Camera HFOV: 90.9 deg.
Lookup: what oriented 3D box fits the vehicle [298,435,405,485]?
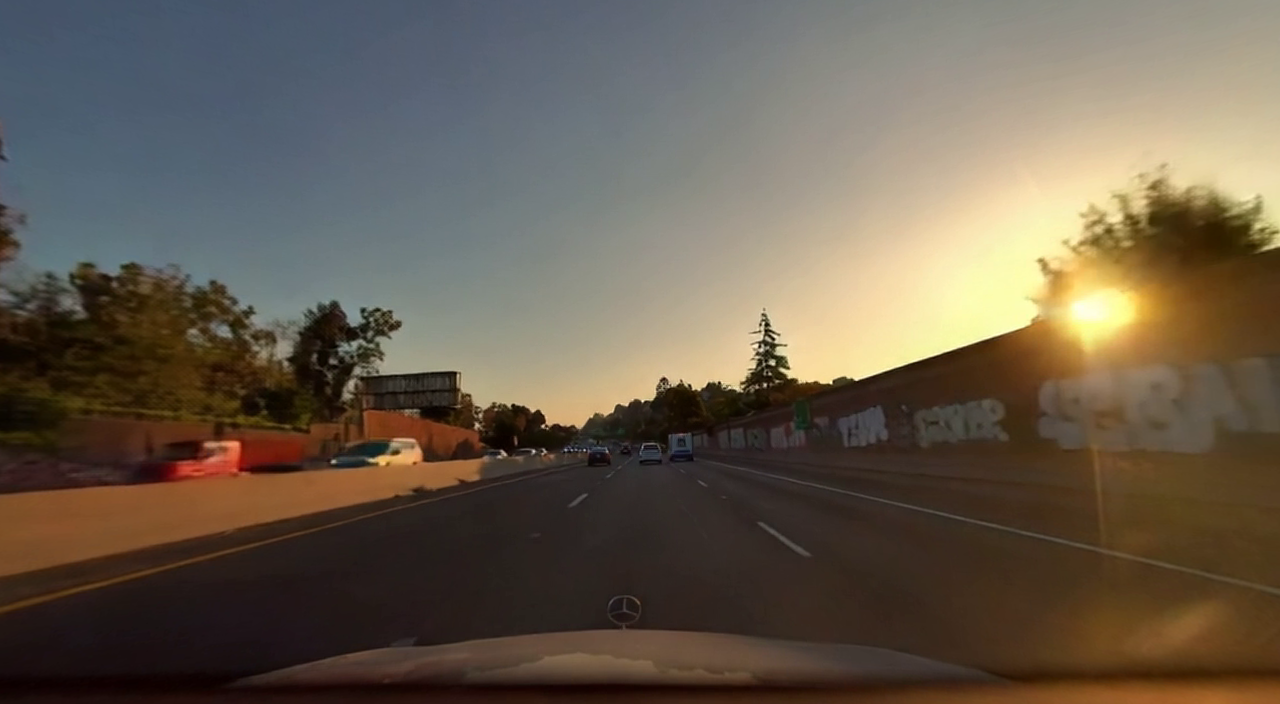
[{"bbox_3d":[-11.978,4.536,26.621,2.111,1.885,4.942,0,-9,1],"label":"vehicle"}]

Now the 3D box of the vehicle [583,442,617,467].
[{"bbox_3d":[-2.869,7.481,46.012,2.095,1.671,4.193,0,-9,1],"label":"vehicle"}]

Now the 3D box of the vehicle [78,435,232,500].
[{"bbox_3d":[-20.171,4.801,26.608,2.257,2.418,5.186,0,-9,0],"label":"vehicle"}]

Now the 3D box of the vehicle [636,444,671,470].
[{"bbox_3d":[0.771,6.384,38.361,2.009,1.506,4.091,0,-9,0],"label":"vehicle"}]
